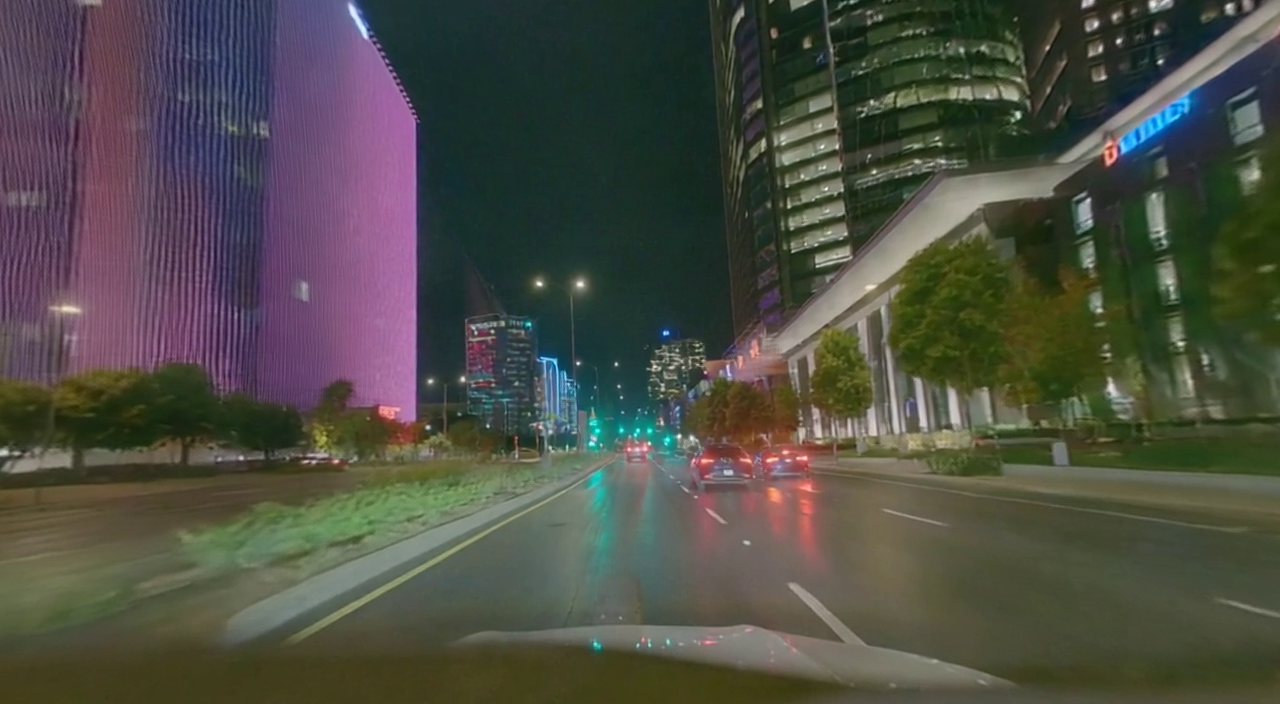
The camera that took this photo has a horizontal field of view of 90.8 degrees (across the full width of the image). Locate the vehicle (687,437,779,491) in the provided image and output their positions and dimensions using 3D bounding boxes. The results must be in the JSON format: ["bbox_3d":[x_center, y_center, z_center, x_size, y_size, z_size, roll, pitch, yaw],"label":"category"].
[{"bbox_3d":[2.746,3.458,19.833,2.131,1.491,4.496,0,-9,-1],"label":"vehicle"}]

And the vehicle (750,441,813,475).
[{"bbox_3d":[6.363,4.826,28.979,1.912,1.411,4.380,0,-9,0],"label":"vehicle"}]
